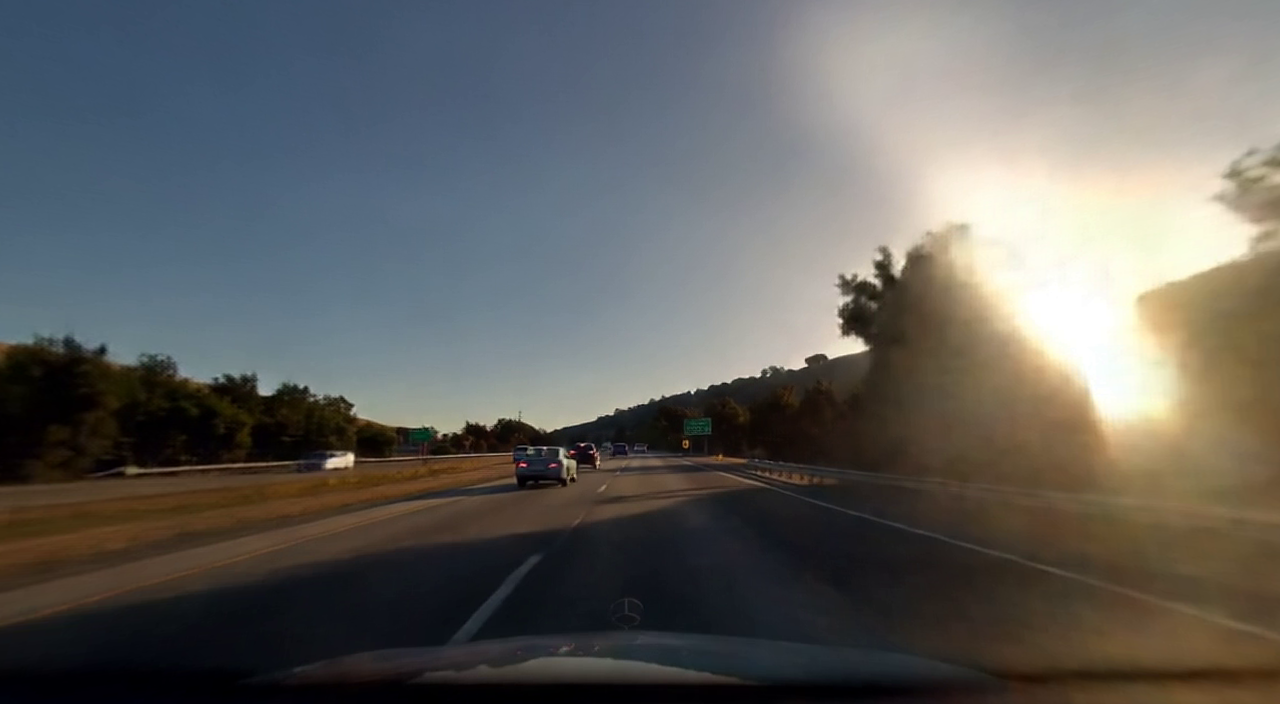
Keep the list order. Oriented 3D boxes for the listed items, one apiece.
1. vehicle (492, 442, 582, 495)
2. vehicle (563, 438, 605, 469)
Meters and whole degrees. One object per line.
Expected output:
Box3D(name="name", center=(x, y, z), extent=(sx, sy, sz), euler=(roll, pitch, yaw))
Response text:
Box3D(name="vehicle", center=(-3.191, 3.725, 20.537), extent=(2.044, 1.527, 4.607), euler=(0, -9, 1))
Box3D(name="vehicle", center=(-3.458, 6.357, 39.492), extent=(2.177, 1.852, 4.427), euler=(0, -9, 1))
